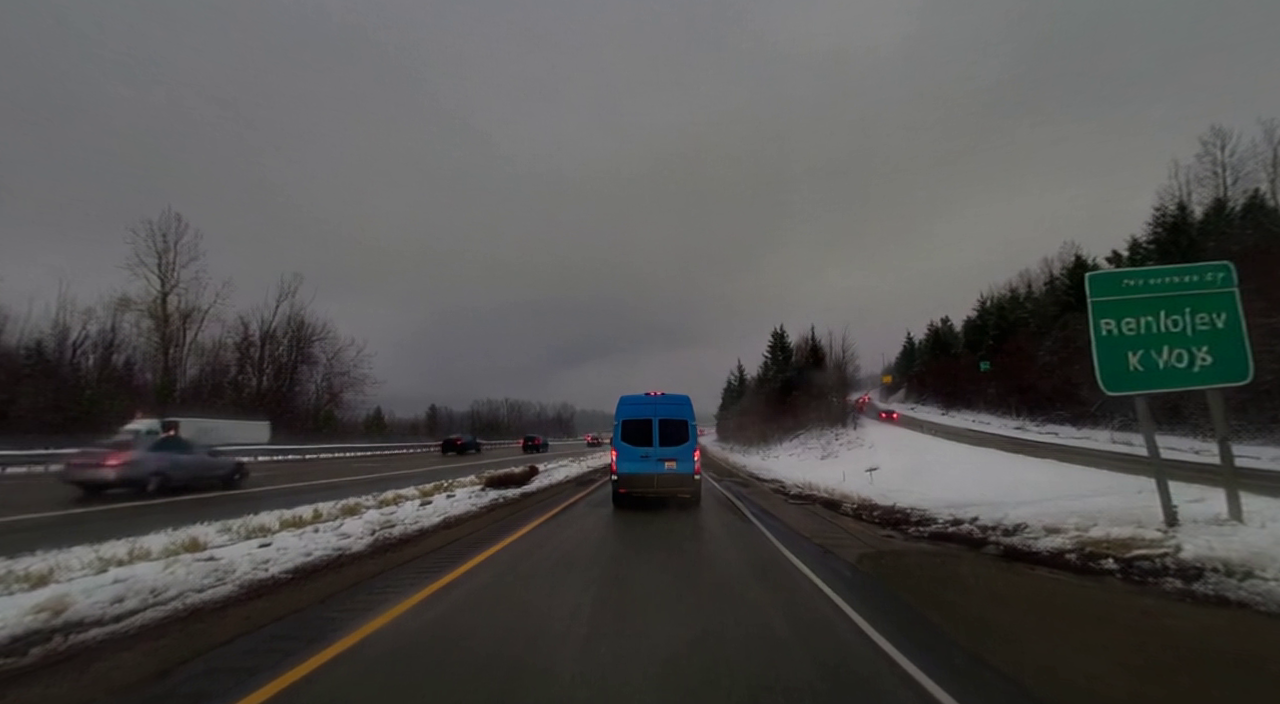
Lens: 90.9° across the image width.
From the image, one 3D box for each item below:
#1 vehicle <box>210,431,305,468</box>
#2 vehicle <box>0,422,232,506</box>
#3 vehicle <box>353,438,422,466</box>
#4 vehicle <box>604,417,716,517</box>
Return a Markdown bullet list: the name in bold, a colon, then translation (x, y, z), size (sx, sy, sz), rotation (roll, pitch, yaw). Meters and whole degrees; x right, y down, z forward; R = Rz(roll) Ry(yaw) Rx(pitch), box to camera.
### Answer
- **vehicle**: translation (-20.255, 5.182, 33.664), size (2.008, 1.823, 4.501), rotation (-1, -8, 3)
- **vehicle**: translation (-13.078, 2.758, 16.013), size (2.104, 1.795, 4.737), rotation (-1, -8, 2)
- **vehicle**: translation (-15.444, 6.119, 38.847), size (2.046, 1.585, 4.743), rotation (-1, -8, 4)
- **vehicle**: translation (0.311, 2.440, 13.913), size (2.043, 1.821, 4.558), rotation (0, -8, -1)
